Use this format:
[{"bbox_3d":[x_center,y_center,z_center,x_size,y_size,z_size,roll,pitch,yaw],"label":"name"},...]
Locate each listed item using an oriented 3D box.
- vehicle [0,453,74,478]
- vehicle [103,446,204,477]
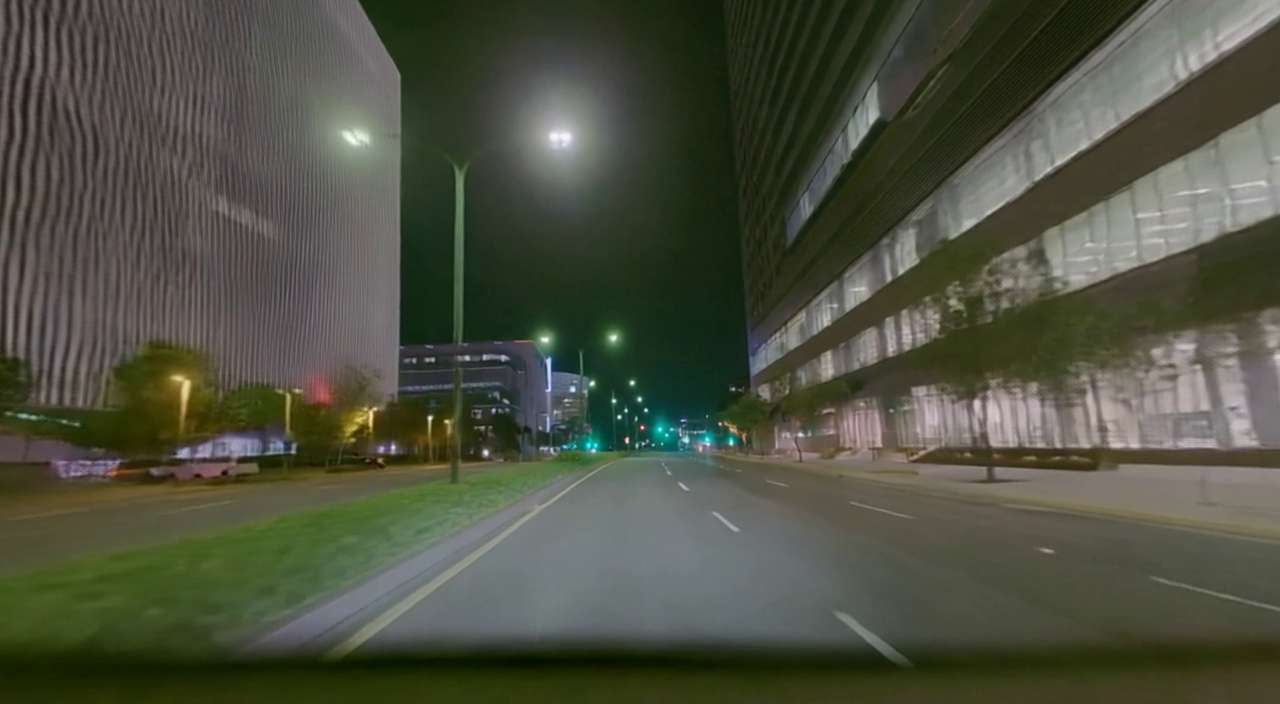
[{"bbox_3d":[-40.507,7.532,42.018,4.102,1.543,1.629,0,-9,2],"label":"vehicle"},{"bbox_3d":[-29.407,6.631,38.298,4.470,1.480,1.989,-4,-10,0],"label":"vehicle"}]
